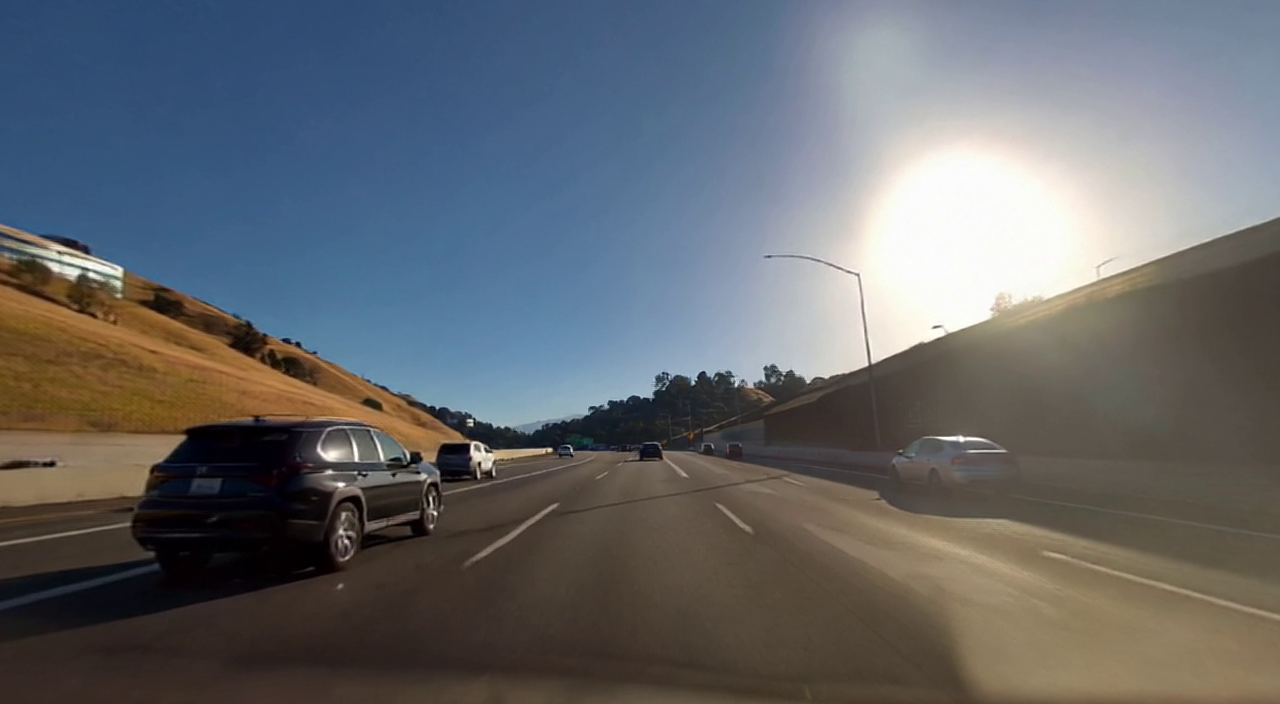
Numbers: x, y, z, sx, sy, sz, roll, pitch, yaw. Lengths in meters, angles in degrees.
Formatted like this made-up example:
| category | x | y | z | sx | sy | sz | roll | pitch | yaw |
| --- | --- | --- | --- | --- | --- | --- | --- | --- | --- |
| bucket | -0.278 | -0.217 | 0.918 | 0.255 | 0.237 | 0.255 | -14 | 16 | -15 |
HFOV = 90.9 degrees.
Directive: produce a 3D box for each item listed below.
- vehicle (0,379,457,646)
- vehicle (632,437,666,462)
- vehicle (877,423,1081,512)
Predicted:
| category | x | y | z | sx | sy | sz | roll | pitch | yaw |
| --- | --- | --- | --- | --- | --- | --- | --- | --- | --- |
| vehicle | -3.905 | 1.429 | 6.766 | 2.210 | 1.730 | 5.133 | -1 | -8 | 2 |
| vehicle | 0.736 | 7.517 | 48.828 | 2.172 | 1.824 | 5.031 | -1 | -8 | 6 |
| vehicle | 7.225 | 2.507 | 14.143 | 2.122 | 1.646 | 4.491 | -1 | -8 | 1 |
